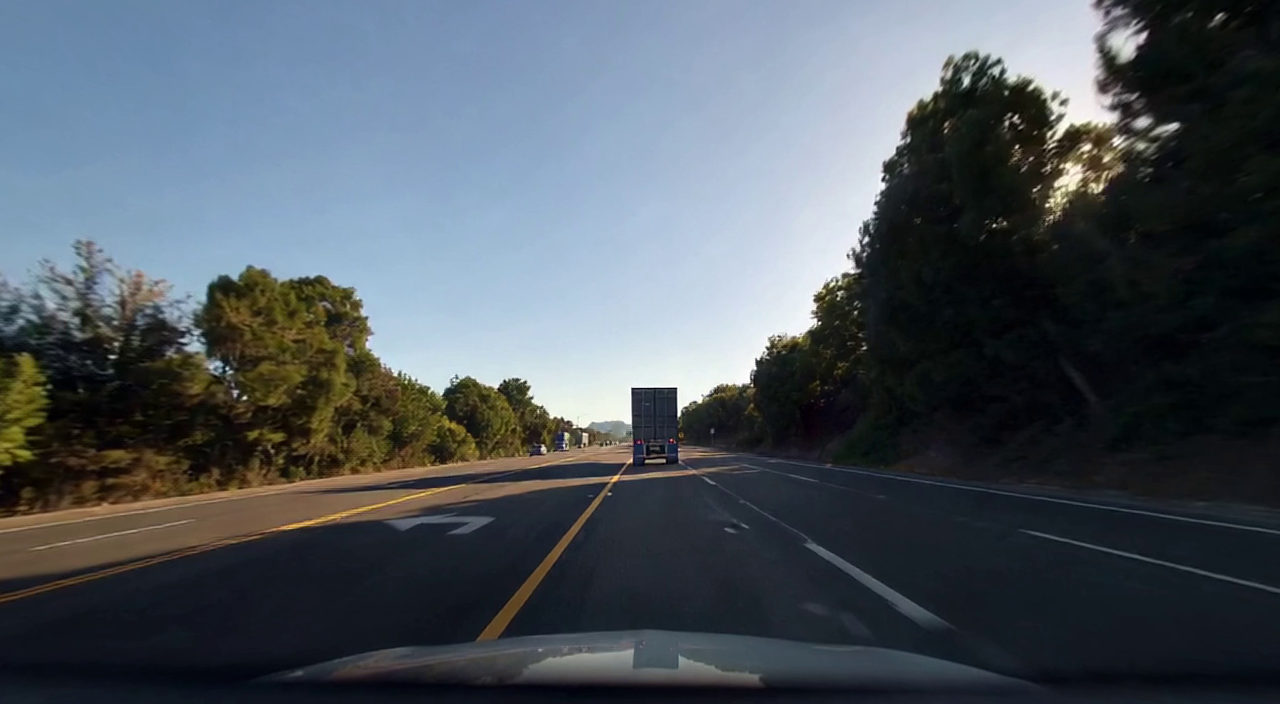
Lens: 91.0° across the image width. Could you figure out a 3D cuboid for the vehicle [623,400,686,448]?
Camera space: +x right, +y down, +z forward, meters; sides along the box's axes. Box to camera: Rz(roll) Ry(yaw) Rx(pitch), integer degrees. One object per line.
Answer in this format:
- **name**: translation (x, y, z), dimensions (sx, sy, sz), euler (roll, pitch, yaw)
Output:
- **vehicle**: translation (0.571, 3.210, 27.357), dimensions (2.509, 1.890, 4.732), euler (0, -8, 0)
